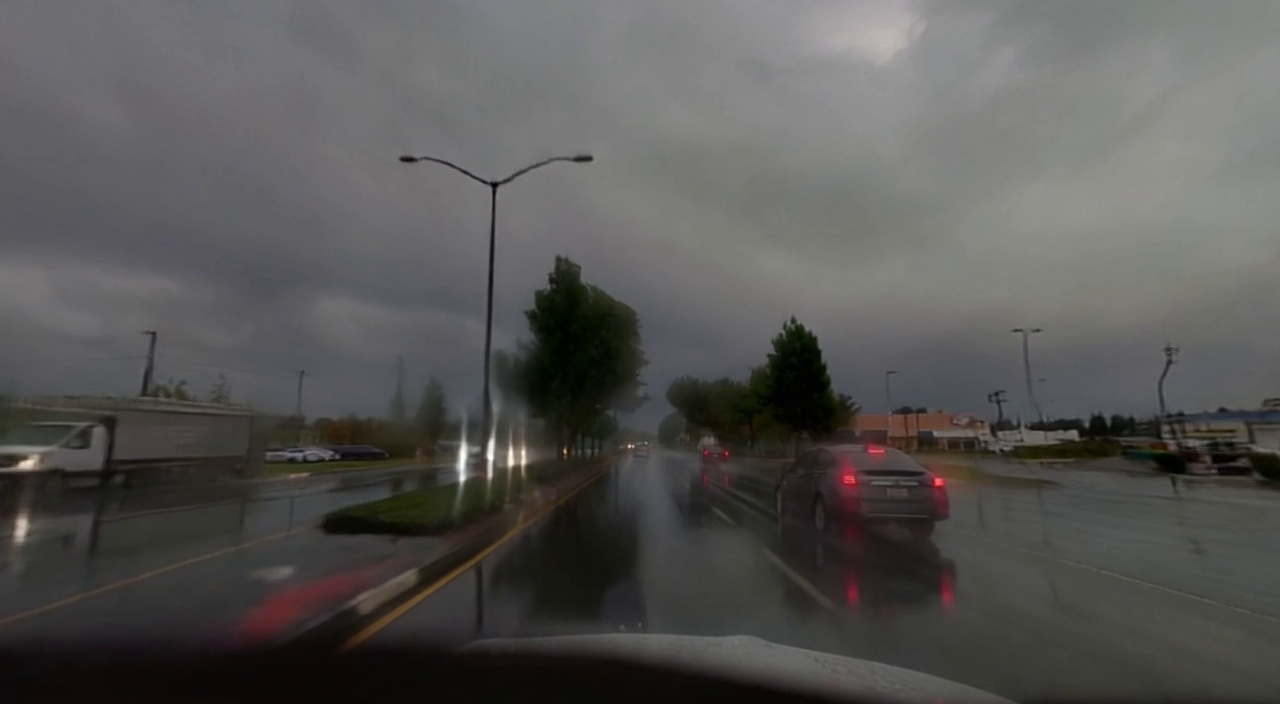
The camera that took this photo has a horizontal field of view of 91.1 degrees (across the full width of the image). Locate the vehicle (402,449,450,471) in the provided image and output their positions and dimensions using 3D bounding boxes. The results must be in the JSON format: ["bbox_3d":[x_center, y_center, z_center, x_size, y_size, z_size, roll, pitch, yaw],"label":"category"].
[{"bbox_3d":[-15.311,7.750,45.199,1.862,1.460,4.677,0,-9,-1],"label":"vehicle"}]

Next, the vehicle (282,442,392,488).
[{"bbox_3d":[-11.993,4.491,25.277,2.018,1.639,4.764,0,-9,1],"label":"vehicle"}]

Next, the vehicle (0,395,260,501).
[{"bbox_3d":[-18.338,3.573,22.892,3.043,2.916,9.736,-4,-9,-1],"label":"vehicle"}]

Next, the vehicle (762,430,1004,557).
[{"bbox_3d":[3.335,2.022,9.733,1.935,1.501,4.384,0,-9,-1],"label":"vehicle"}]

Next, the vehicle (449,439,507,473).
[{"bbox_3d":[-9.092,5.885,35.692,1.953,1.753,4.843,0,-9,0],"label":"vehicle"}]
